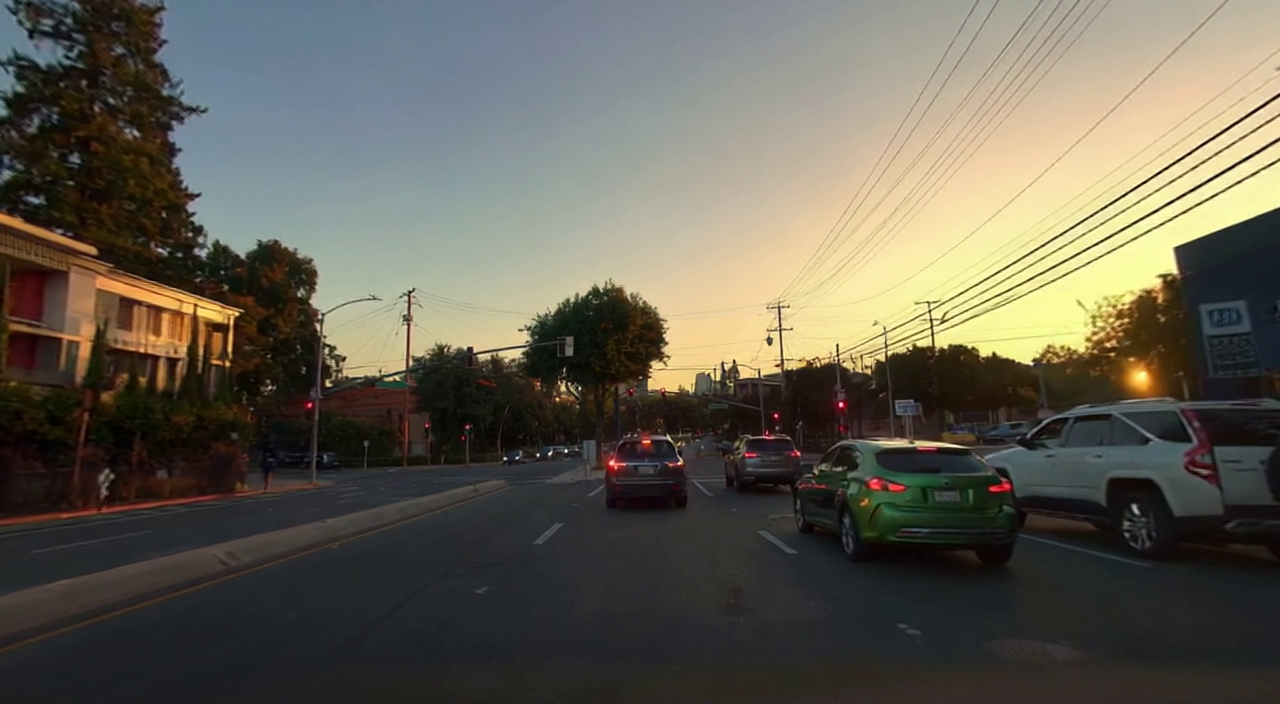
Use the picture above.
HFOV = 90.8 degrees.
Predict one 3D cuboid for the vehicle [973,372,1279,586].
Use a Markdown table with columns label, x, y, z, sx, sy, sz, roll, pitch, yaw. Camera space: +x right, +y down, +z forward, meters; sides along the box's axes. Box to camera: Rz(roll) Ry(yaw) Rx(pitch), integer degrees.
| label | x | y | z | sx | sy | sz | roll | pitch | yaw |
| --- | --- | --- | --- | --- | --- | --- | --- | --- | --- |
| vehicle | 6.675 | 1.499 | 8.204 | 2.080 | 1.958 | 4.653 | 0 | -9 | -1 |

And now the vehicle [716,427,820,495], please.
| label | x | y | z | sx | sy | sz | roll | pitch | yaw |
| --- | --- | --- | --- | --- | --- | --- | --- | --- | --- |
| vehicle | 3.696 | 3.240 | 19.178 | 2.060 | 1.789 | 4.712 | 0 | -9 | -1 |

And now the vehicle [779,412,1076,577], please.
| label | x | y | z | sx | sy | sz | roll | pitch | yaw |
| --- | --- | --- | --- | --- | --- | --- | --- | --- | --- |
| vehicle | 3.322 | 1.736 | 8.457 | 1.998 | 1.620 | 4.267 | 0 | -9 | 1 |

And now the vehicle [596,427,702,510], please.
| label | x | y | z | sx | sy | sz | roll | pitch | yaw |
| --- | --- | --- | --- | --- | --- | --- | --- | --- | --- |
| vehicle | 0.180 | 2.665 | 14.852 | 2.149 | 1.668 | 3.962 | 0 | -9 | 0 |
